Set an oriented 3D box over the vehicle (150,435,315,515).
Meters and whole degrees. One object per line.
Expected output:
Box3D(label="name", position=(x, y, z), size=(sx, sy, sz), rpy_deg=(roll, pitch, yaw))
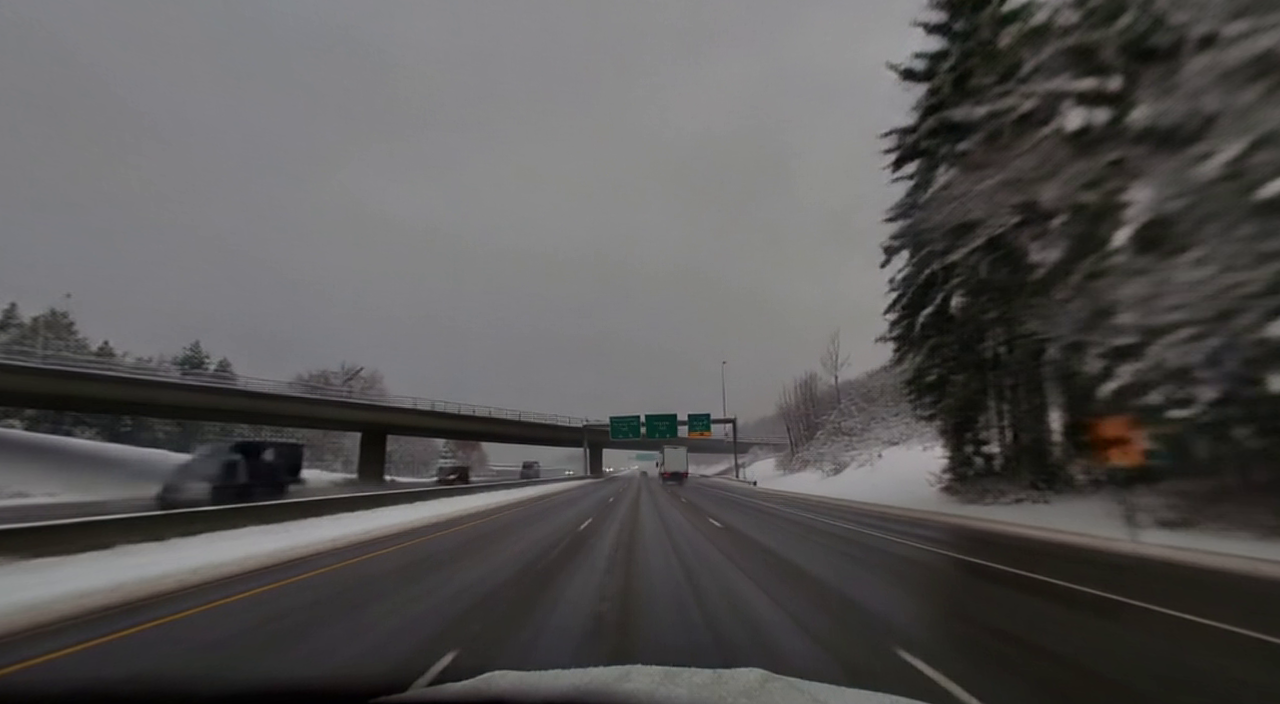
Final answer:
Box3D(label="vehicle", position=(-15.705, 4.839, 24.935), size=(2.273, 2.708, 6.121), rpy_deg=(1, -10, 0))
